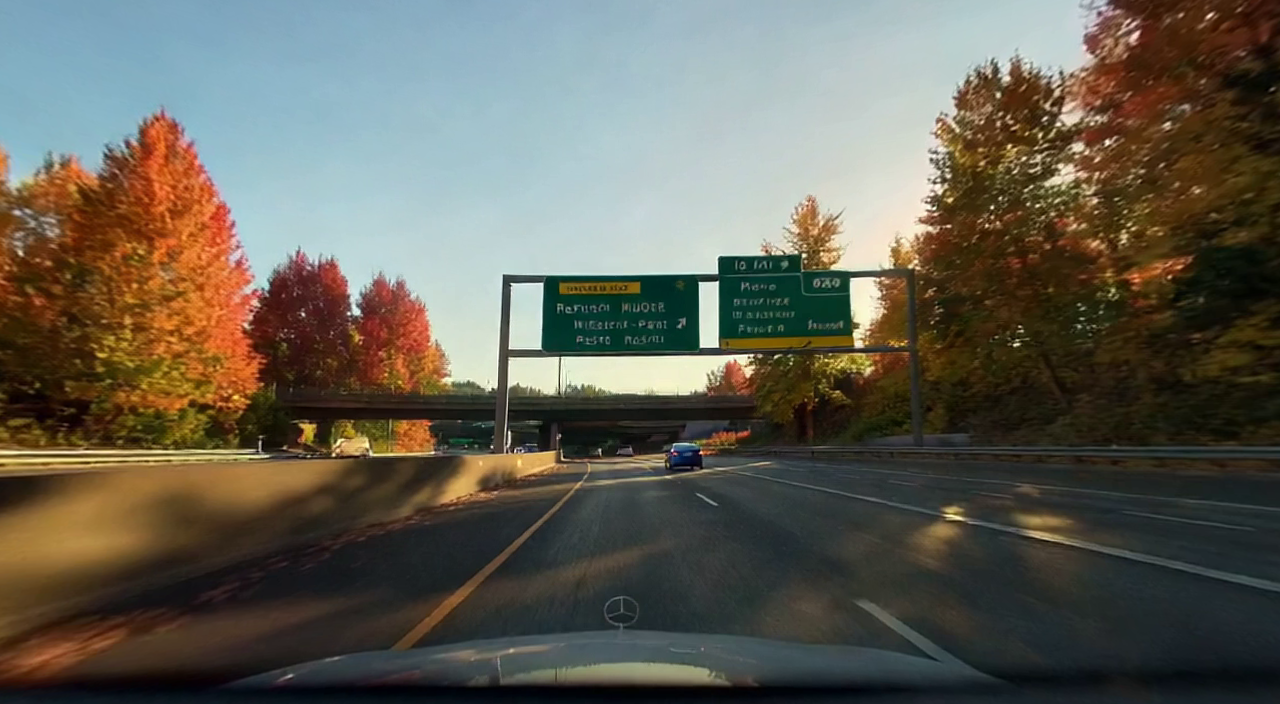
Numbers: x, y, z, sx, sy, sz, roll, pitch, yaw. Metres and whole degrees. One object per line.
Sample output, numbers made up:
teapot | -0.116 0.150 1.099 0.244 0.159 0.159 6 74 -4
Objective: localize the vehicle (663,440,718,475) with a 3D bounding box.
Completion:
vehicle | 2.491 5.371 31.967 2.337 1.633 4.222 0 -9 -1
